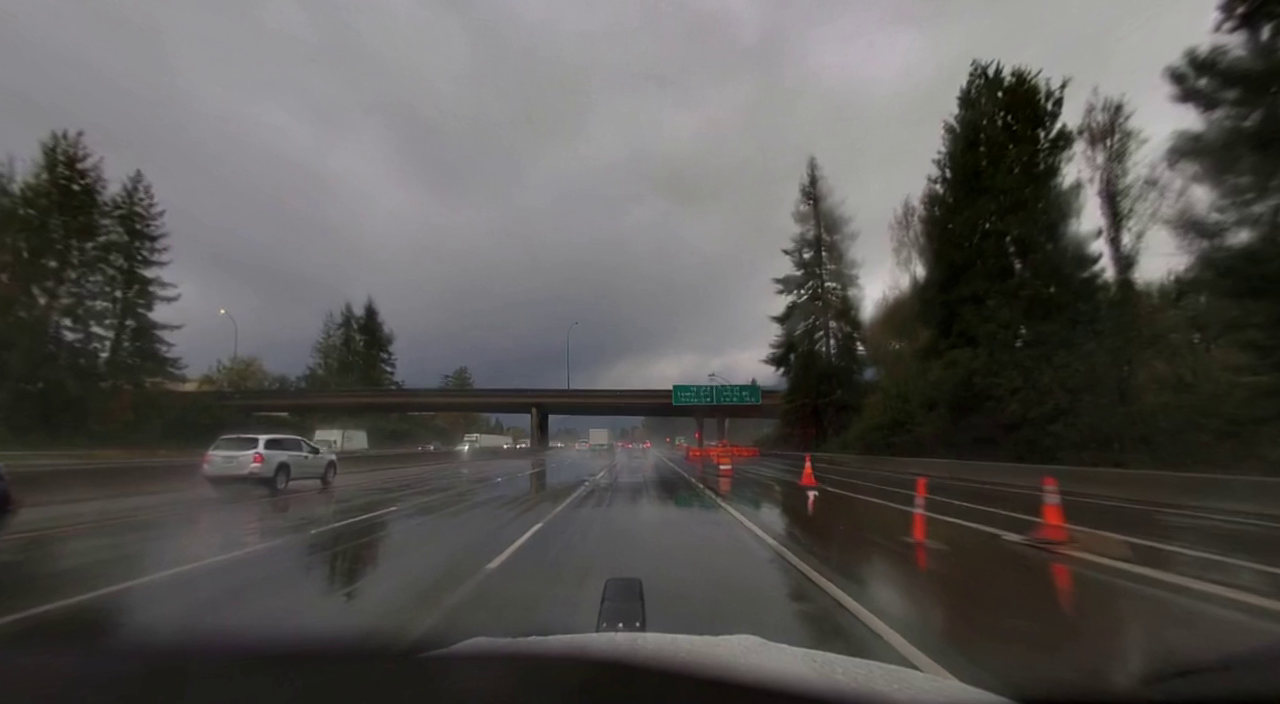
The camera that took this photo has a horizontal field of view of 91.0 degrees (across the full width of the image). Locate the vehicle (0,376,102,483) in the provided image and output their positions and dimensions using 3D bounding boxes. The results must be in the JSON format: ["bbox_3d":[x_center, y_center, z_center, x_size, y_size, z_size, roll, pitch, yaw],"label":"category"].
[{"bbox_3d":[-25.415,2.331,19.783,2.922,3.951,15.951,0,-8,0],"label":"vehicle"}]

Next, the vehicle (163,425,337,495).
[{"bbox_3d":[-10.453,2.919,17.367,1.964,1.662,4.367,0,-8,0],"label":"vehicle"}]

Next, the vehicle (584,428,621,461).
[{"bbox_3d":[-2.756,7.099,48.329,2.403,2.369,5.829,0,-8,1],"label":"vehicle"}]
